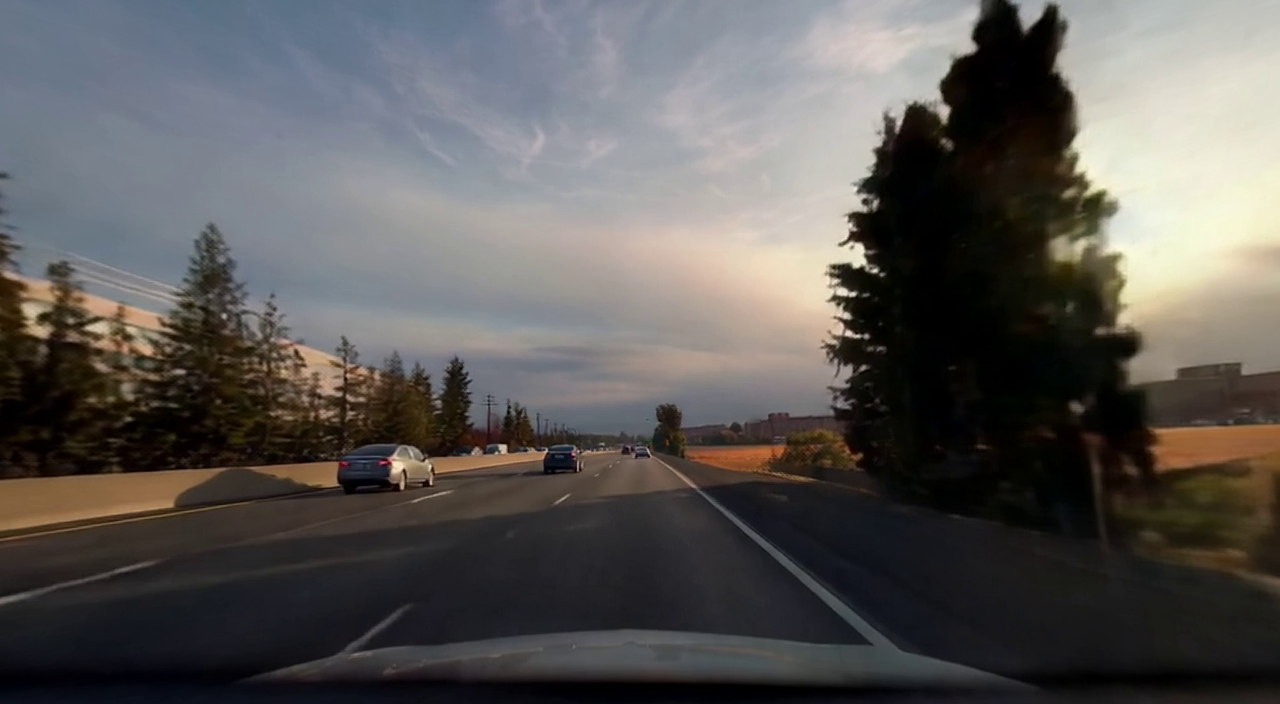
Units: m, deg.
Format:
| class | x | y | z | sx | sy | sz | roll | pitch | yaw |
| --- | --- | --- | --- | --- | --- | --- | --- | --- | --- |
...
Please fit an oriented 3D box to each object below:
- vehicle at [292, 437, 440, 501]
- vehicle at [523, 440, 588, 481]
| class | x | y | z | sx | sy | sz | roll | pitch | yaw |
| --- | --- | --- | --- | --- | --- | --- | --- | --- | --- |
| vehicle | -7.418 | 3.200 | 17.693 | 2.034 | 1.523 | 4.627 | 0 | -9 | 1 |
| vehicle | -3.576 | 4.681 | 27.501 | 2.083 | 1.588 | 4.801 | 0 | -9 | 1 |
